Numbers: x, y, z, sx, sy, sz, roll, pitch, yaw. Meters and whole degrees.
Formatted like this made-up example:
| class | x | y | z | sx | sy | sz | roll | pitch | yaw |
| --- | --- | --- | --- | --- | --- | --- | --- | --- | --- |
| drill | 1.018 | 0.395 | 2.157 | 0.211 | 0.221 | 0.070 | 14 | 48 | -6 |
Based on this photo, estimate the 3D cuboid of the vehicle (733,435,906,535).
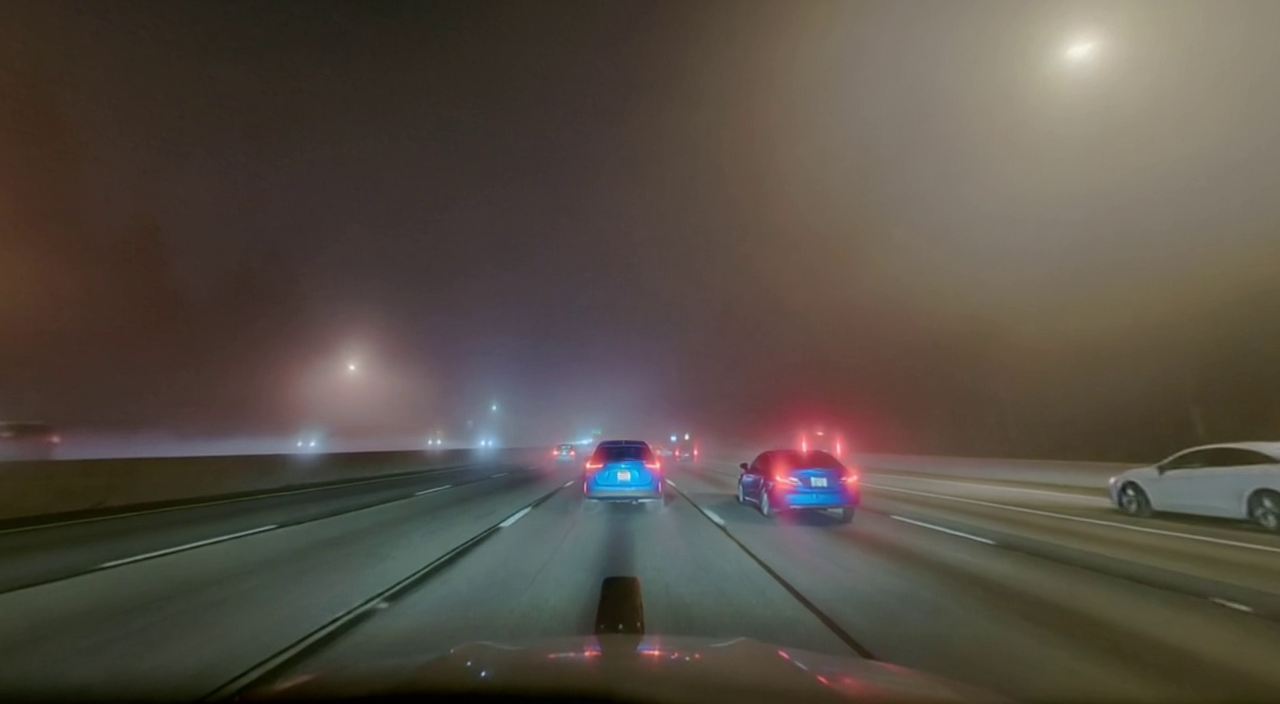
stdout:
| class | x | y | z | sx | sy | sz | roll | pitch | yaw |
| --- | --- | --- | --- | --- | --- | --- | --- | --- | --- |
| vehicle | 3.129 | 2.412 | 12.036 | 1.975 | 1.532 | 4.227 | 1 | -9 | -1 |

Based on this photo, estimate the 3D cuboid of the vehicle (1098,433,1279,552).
| class | x | y | z | sx | sy | sz | roll | pitch | yaw |
| --- | --- | --- | --- | --- | --- | --- | --- | --- | --- |
| vehicle | 9.949 | 2.103 | 9.658 | 2.106 | 1.641 | 4.671 | 1 | -9 | -4 |

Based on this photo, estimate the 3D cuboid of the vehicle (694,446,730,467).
| class | x | y | z | sx | sy | sz | roll | pitch | yaw |
| --- | --- | --- | --- | --- | --- | --- | --- | --- | --- |
| vehicle | 5.401 | 7.876 | 47.689 | 1.972 | 1.521 | 4.498 | 1 | -9 | -4 |

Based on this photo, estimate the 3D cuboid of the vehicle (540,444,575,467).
| class | x | y | z | sx | sy | sz | roll | pitch | yaw |
| --- | --- | --- | --- | --- | --- | --- | --- | --- | --- |
| vehicle | -5.730 | 7.255 | 44.422 | 2.023 | 1.497 | 4.526 | 1 | -9 | -2 |

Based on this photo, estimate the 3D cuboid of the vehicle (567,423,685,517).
| class | x | y | z | sx | sy | sz | roll | pitch | yaw |
| --- | --- | --- | --- | --- | --- | --- | --- | --- | --- |
| vehicle | -0.287 | 2.494 | 13.715 | 2.181 | 1.728 | 3.970 | 1 | -9 | -1 |
